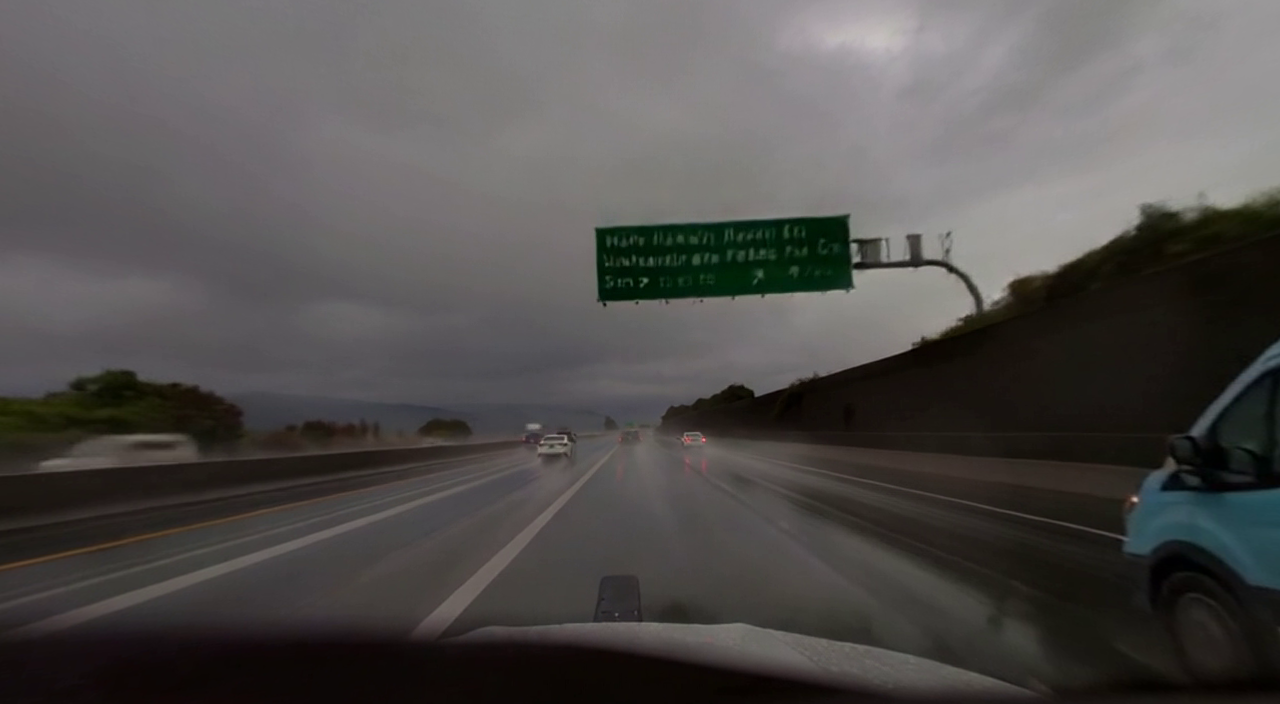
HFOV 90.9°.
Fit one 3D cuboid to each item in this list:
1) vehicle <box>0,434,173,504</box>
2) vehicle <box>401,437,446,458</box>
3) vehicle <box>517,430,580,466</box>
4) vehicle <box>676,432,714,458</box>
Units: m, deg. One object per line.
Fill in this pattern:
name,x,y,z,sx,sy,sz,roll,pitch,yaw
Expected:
vehicle,-14.840,2.904,16.276,2.044,1.532,4.528,0,-8,0
vehicle,-15.469,6.819,45.122,1.841,1.447,3.902,0,-8,0
vehicle,-4.030,4.300,28.434,2.204,1.486,4.121,0,-8,0
vehicle,3.165,5.455,37.091,1.806,1.469,3.681,0,-8,-2
